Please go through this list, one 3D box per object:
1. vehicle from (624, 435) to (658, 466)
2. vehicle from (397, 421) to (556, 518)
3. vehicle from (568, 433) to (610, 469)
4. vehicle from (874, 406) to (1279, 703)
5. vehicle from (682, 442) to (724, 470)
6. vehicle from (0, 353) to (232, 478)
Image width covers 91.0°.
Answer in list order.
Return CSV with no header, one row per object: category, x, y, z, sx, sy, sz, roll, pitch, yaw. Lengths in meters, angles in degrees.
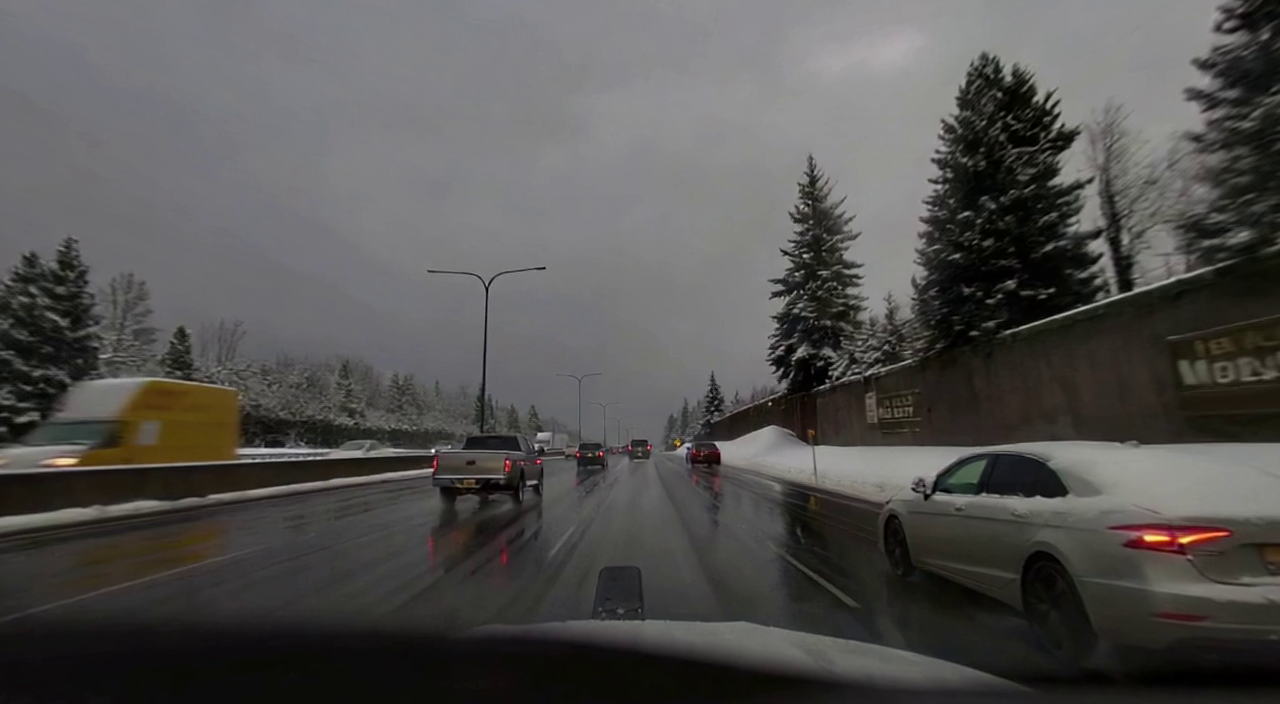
vehicle,0.050,7.640,49.043,2.485,2.215,5.199,0,-9,0
vehicle,-3.487,2.652,14.761,2.184,1.819,5.441,0,-9,1
vehicle,-3.294,6.521,41.480,2.378,2.214,4.352,0,-9,0
vehicle,3.598,1.327,4.644,1.916,1.566,4.611,0,-9,-1
vehicle,4.070,6.796,41.311,2.224,1.752,4.487,0,-9,-1
vehicle,-17.379,2.226,20.587,2.874,3.331,7.515,0,-9,0
